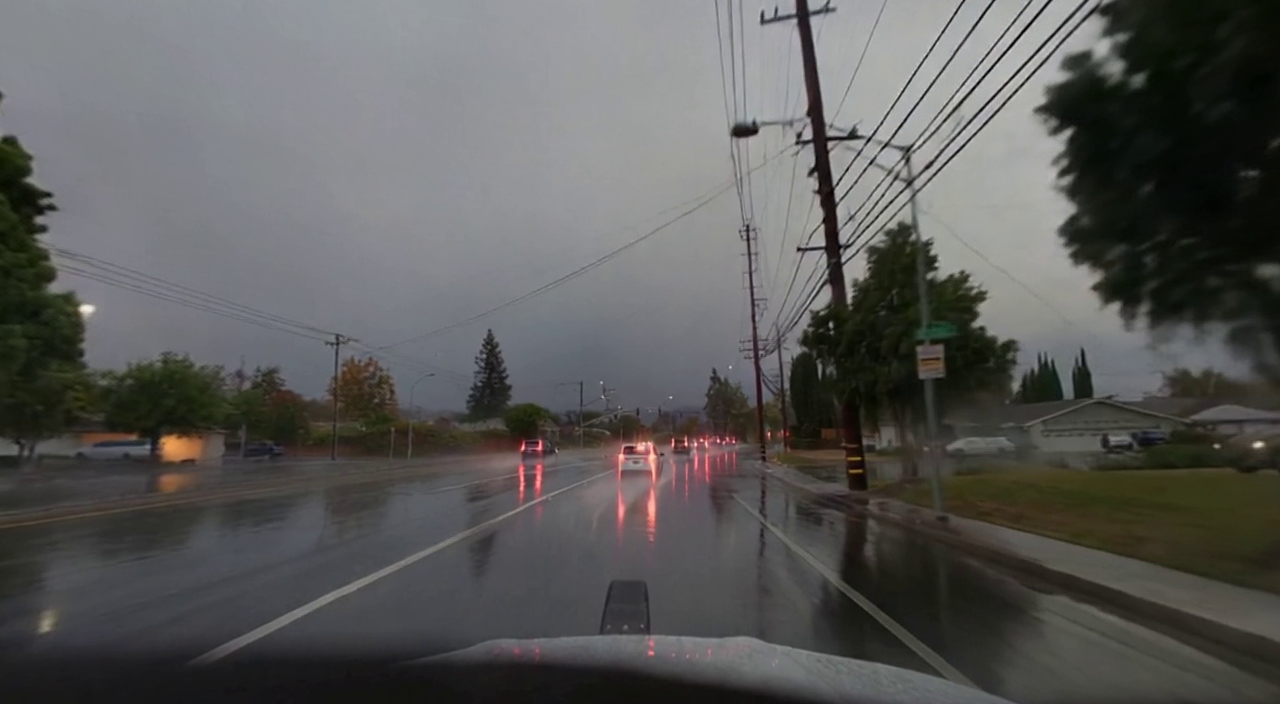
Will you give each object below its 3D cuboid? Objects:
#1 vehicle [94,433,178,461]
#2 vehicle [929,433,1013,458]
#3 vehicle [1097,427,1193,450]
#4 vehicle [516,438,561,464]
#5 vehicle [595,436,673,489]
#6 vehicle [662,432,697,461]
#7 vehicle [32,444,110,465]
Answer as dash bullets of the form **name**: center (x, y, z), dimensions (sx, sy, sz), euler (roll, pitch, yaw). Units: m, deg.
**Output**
- **vehicle**: center (-32.899, 6.262, 41.334), dimensions (1.857, 1.580, 4.336), euler (0, -11, 0)
- **vehicle**: center (22.550, 6.428, 43.146), dimensions (4.674, 1.500, 1.889), euler (1, -9, 9)
- **vehicle**: center (34.514, 5.938, 43.167), dimensions (4.628, 1.467, 1.923), euler (-2, -8, 14)
- **vehicle**: center (-6.338, 6.248, 39.852), dimensions (1.983, 1.485, 4.159), euler (-1, -9, 3)
- **vehicle**: center (-0.075, 3.450, 19.990), dimensions (2.117, 1.474, 4.036), euler (-1, -9, 4)
- **vehicle**: center (2.920, 6.896, 45.960), dimensions (2.158, 1.939, 4.935), euler (-2, -9, 8)
- **vehicle**: center (-38.734, 6.981, 43.020), dimensions (1.552, 1.384, 3.896), euler (-1, -9, 3)
